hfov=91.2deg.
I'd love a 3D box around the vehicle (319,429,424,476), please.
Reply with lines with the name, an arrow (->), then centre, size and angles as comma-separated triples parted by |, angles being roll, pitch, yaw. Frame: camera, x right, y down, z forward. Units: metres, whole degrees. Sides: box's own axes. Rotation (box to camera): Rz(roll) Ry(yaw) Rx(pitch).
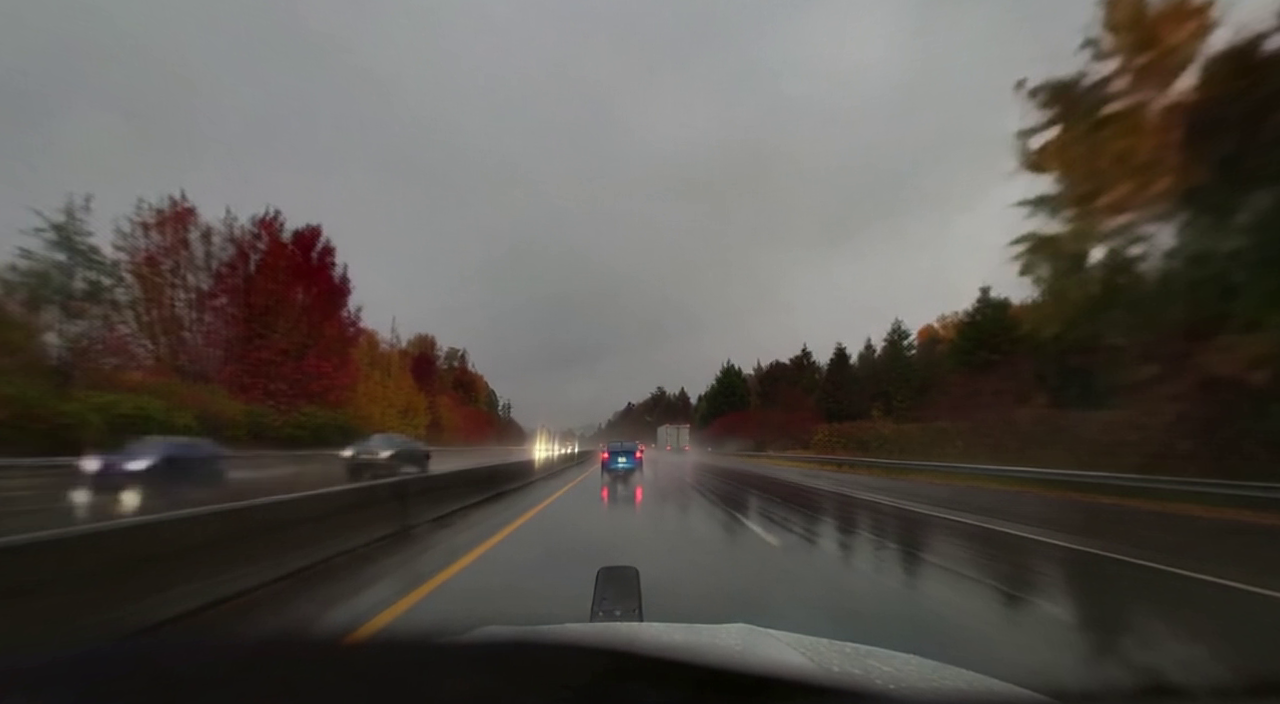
vehicle -> -9.951, 3.785, 23.662 | 1.960, 1.582, 4.631 | 0, -9, -1

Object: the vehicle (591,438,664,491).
vehicle -> -0.409, 3.572, 20.261 | 2.099, 1.506, 4.097 | 0, -9, -1

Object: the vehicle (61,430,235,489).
vehicle -> -13.903, 3.066, 18.076 | 1.847, 1.502, 3.929 | 0, -9, -1
